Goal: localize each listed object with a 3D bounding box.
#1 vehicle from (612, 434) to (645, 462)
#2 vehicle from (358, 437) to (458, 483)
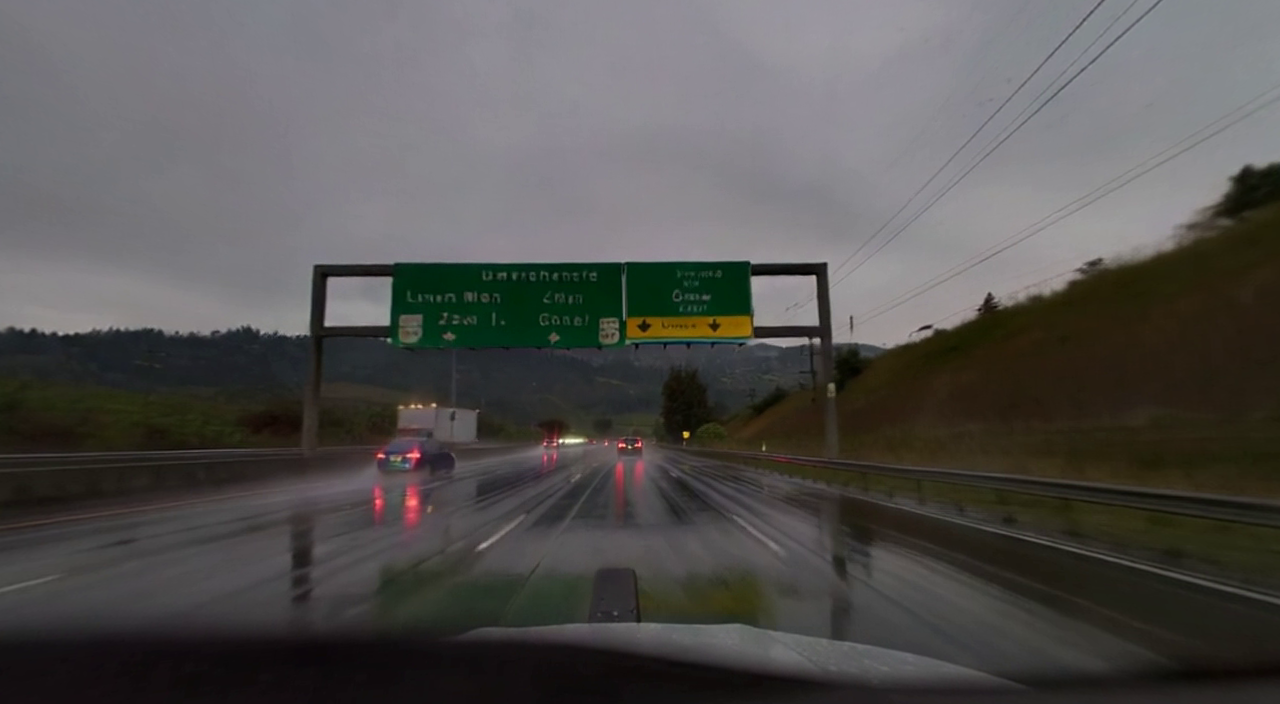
[{"bbox_3d":[-0.761,6.272,41.172,2.040,1.715,3.906,0,-8,-1],"label":"vehicle"},{"bbox_3d":[-8.090,3.789,22.433,1.949,1.428,4.408,0,-8,-1],"label":"vehicle"}]
